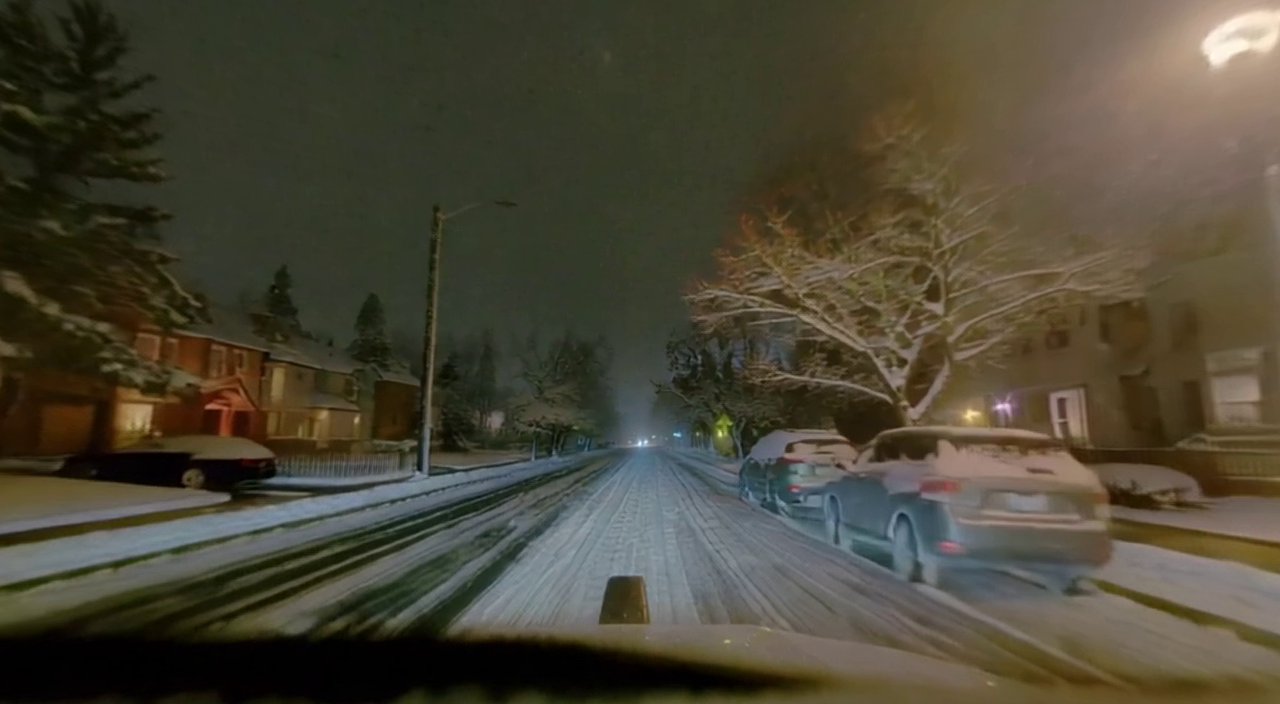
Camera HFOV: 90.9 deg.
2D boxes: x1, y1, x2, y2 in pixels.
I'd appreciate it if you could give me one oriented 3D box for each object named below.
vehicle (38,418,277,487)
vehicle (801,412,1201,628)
[{"bbox_3d":[-12.773,2.670,16.890,4.906,1.564,1.988,1,-8,6],"label":"vehicle"},{"bbox_3d":[3.570,1.724,7.549,2.046,1.760,4.570,0,-8,0],"label":"vehicle"}]
